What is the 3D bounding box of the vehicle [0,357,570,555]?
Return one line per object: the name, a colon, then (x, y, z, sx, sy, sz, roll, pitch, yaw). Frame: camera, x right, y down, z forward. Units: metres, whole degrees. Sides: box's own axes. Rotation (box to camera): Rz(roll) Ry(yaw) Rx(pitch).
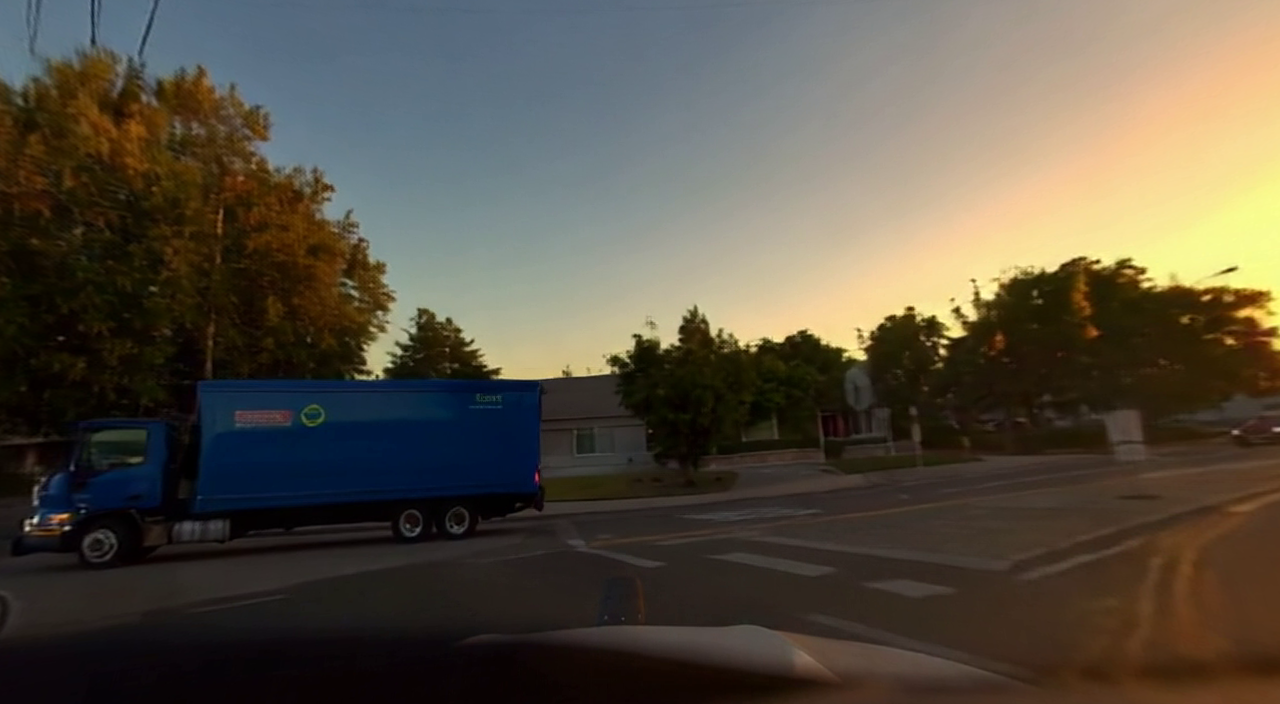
vehicle: (-6.318, 2.021, 12.511, 9.680, 3.326, 2.838, 1, -9, -5)
